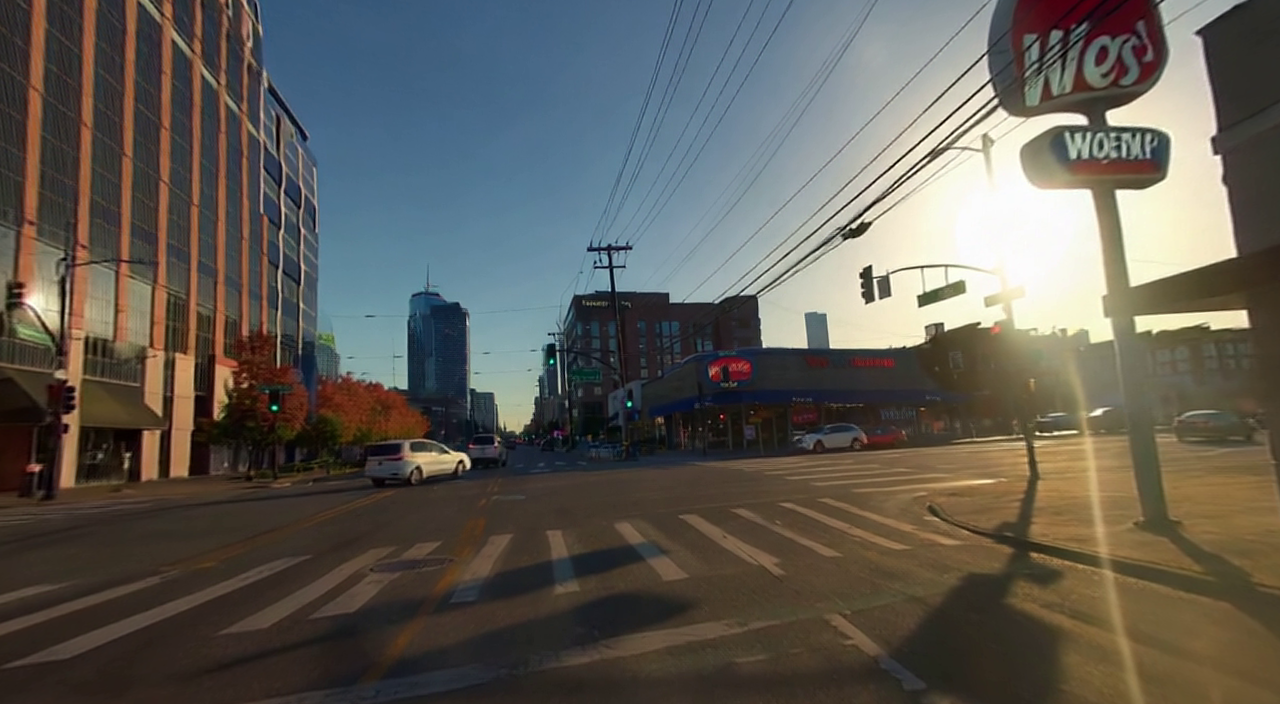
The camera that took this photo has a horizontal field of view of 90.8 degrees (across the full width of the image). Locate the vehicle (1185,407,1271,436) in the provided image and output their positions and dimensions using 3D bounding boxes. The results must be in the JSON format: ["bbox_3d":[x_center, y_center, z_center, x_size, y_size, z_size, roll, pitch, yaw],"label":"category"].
[{"bbox_3d":[33.161,3.963,35.628,4.707,1.487,1.907,4,-9,-27],"label":"vehicle"}]

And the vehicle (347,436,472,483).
[{"bbox_3d":[-8.637,4.058,24.119,2.166,1.579,4.300,-3,-9,19],"label":"vehicle"}]

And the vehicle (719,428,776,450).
[{"bbox_3d":[7.557,6.181,44.645,1.866,1.430,3.901,5,-10,-31],"label":"vehicle"}]

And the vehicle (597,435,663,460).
[{"bbox_3d":[-0.746,6.958,46.160,4.506,1.733,1.857,2,-9,-14],"label":"vehicle"}]

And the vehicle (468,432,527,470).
[{"bbox_3d":[-7.030,4.929,31.594,2.105,1.761,4.292,0,-8,-3],"label":"vehicle"}]

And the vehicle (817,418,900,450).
[{"bbox_3d":[12.745,4.828,36.889,4.474,1.788,2.039,4,-10,-29],"label":"vehicle"}]
